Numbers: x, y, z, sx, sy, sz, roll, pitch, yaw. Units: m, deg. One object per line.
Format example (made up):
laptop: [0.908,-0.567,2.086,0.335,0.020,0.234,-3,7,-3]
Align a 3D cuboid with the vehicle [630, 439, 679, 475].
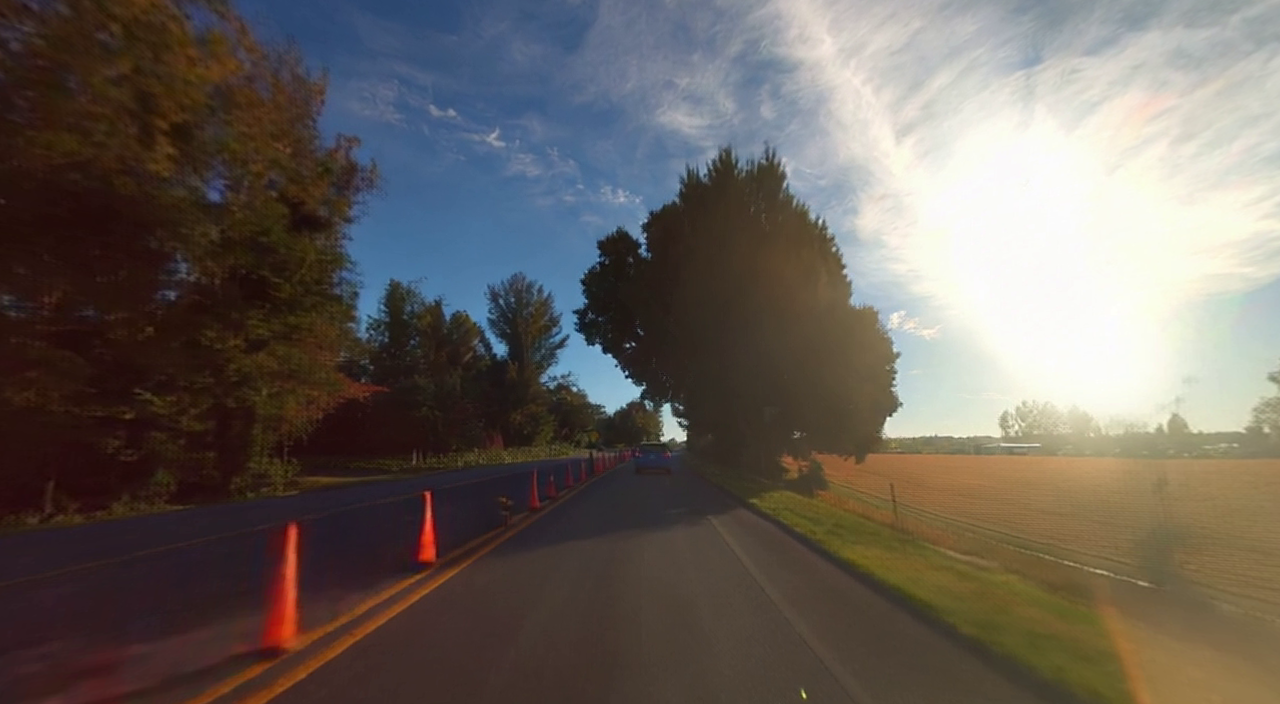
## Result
vehicle: [0.689,4.719,28.548,2.042,1.489,3.963,0,-9,2]
